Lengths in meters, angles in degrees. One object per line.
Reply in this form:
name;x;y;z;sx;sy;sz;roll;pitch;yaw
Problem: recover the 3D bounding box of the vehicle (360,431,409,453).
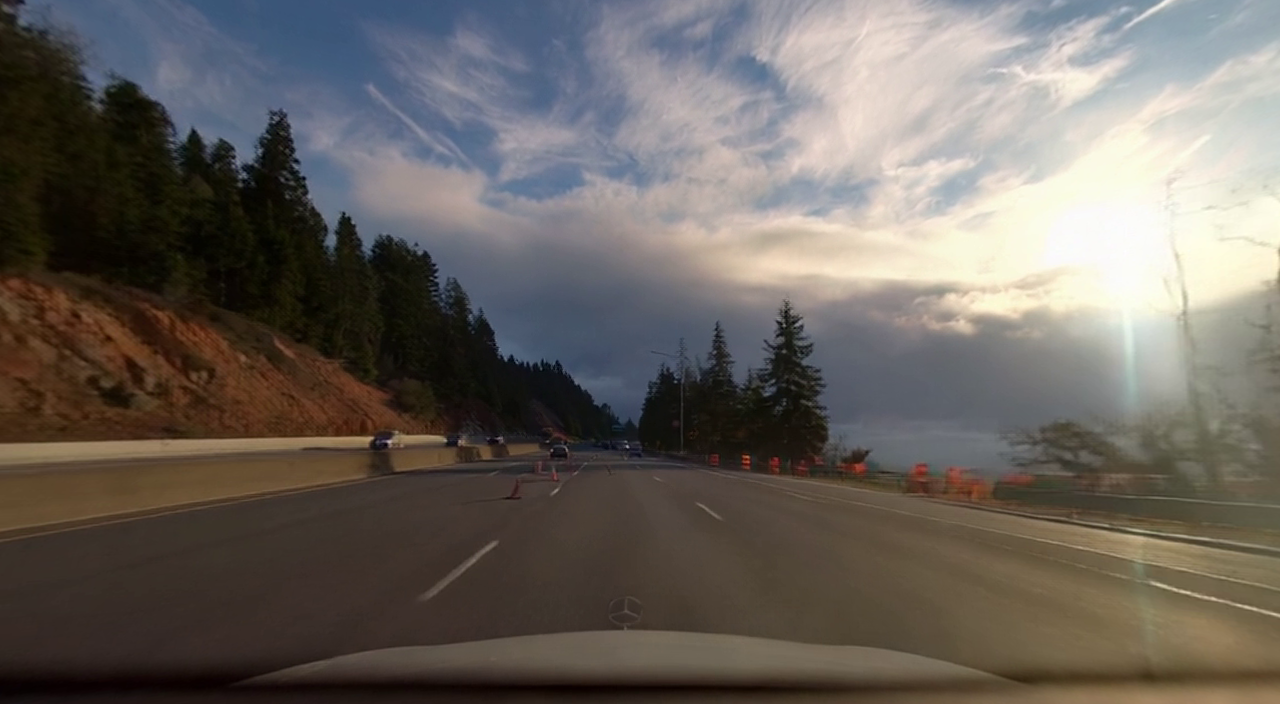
vehicle;-20.069;7.102;49.748;1.971;1.640;4.581;0;-9;-1
